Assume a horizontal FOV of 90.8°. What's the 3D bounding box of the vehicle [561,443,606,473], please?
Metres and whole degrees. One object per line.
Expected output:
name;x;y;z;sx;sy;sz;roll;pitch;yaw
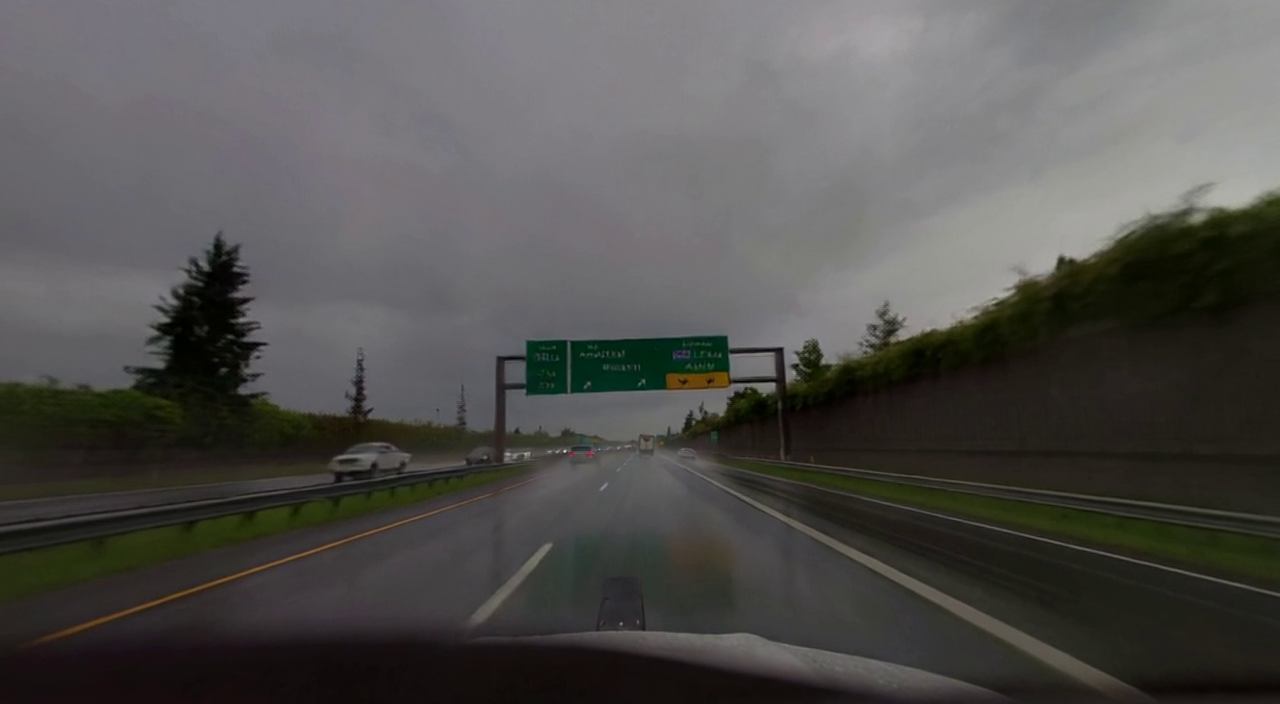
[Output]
vehicle;-3.018;5.766;34.518;2.020;1.475;4.434;0;-9;1

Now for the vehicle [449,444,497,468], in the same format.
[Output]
vehicle;-11.546;7.208;43.846;1.931;1.501;4.621;0;-9;2

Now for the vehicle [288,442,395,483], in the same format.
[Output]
vehicle;-12.165;4.521;26.101;2.010;1.546;4.735;0;-9;1
